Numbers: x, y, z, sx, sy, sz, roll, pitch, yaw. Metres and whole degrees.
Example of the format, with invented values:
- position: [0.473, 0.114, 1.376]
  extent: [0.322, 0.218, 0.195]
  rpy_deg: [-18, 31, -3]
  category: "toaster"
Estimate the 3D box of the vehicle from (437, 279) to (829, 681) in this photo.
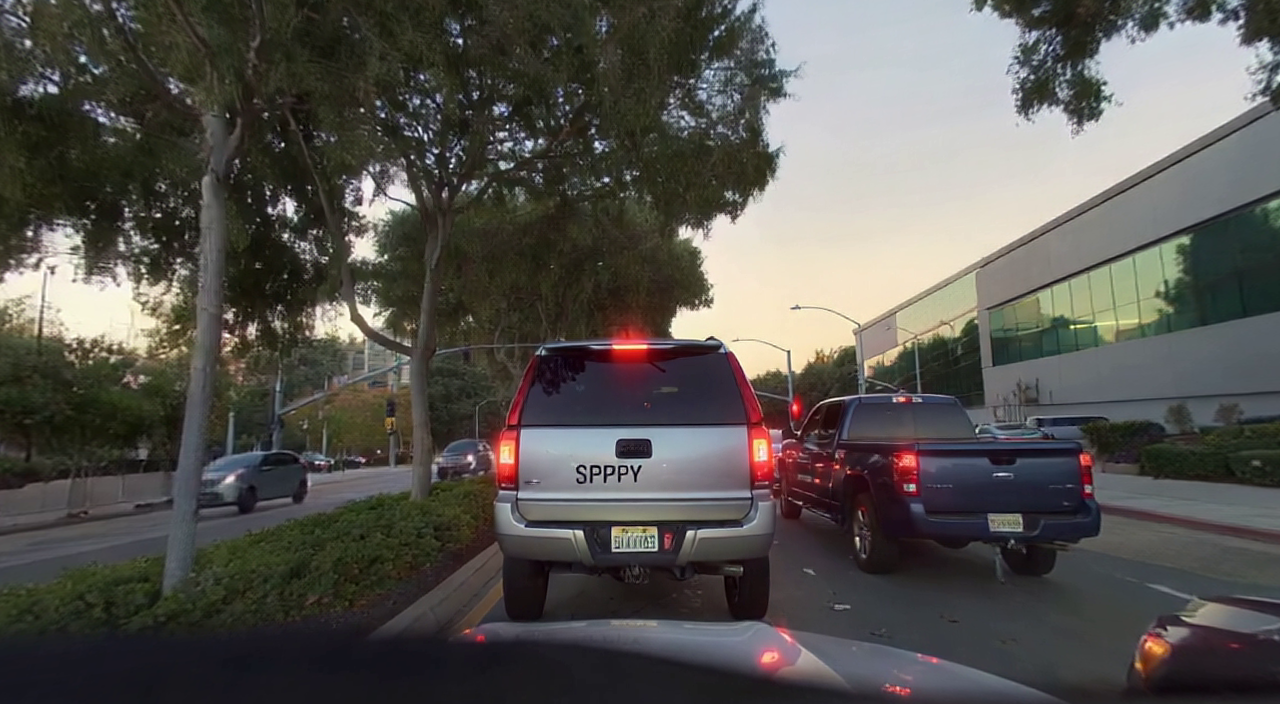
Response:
- position: [0.010, 1.036, 5.978]
  extent: [2.267, 2.372, 4.366]
  rpy_deg: [0, -8, 2]
  category: "vehicle"

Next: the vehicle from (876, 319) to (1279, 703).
- position: [3.082, 0.984, 3.467]
  extent: [2.022, 1.700, 4.410]
  rpy_deg: [0, -8, 3]
  category: "vehicle"

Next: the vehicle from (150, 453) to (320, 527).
- position: [-12.150, 4.116, 19.449]
  extent: [1.965, 1.897, 4.821]
  rpy_deg: [0, -8, 1]
  category: "vehicle"

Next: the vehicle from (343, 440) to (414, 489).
- position: [-15.653, 6.731, 38.123]
  extent: [1.924, 2.730, 5.024]
  rpy_deg: [0, -8, 2]
  category: "vehicle"
